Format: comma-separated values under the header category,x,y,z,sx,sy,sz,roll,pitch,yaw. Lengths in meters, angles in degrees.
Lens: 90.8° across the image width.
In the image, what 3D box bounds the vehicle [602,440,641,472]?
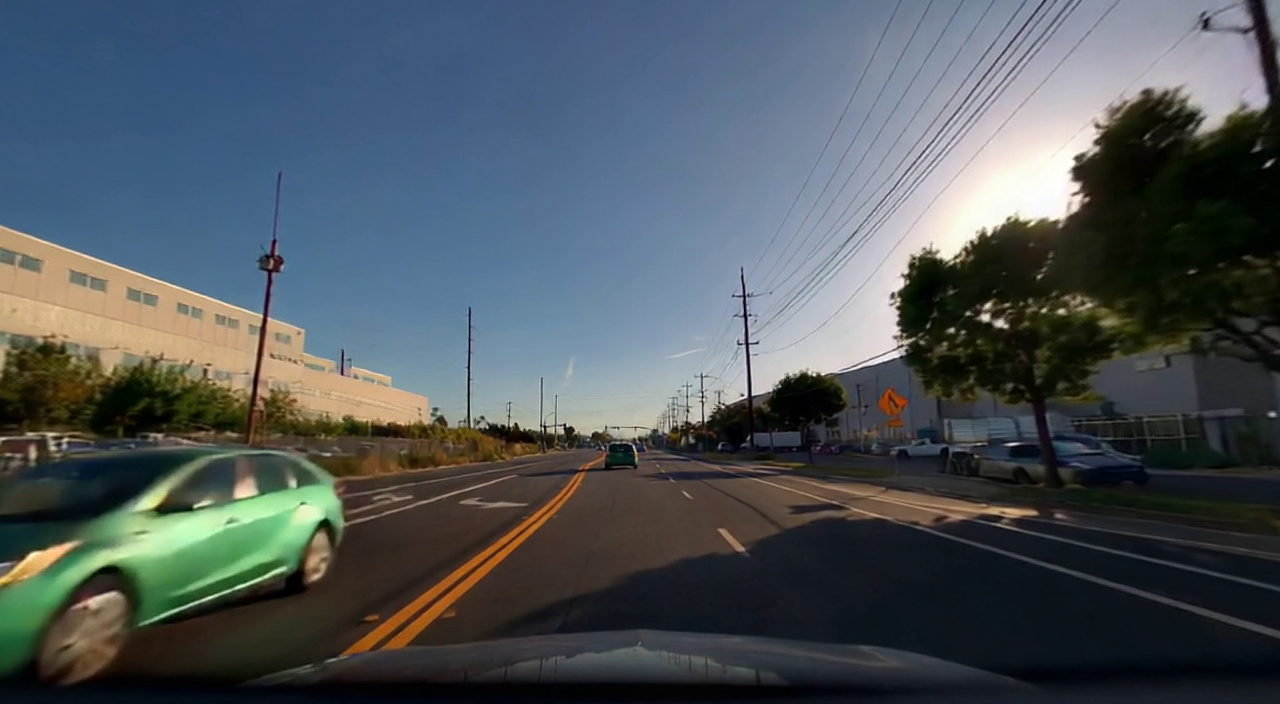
category,x,y,z,sx,sy,sz,roll,pitch,yaw
vehicle,-0.972,5.519,33.756,1.937,1.588,3.746,0,-8,-1

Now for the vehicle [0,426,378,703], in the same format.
category,x,y,z,sx,sy,sz,roll,pitch,yaw
vehicle,-3.782,1.353,4.798,1.863,1.435,4.204,0,-8,-1

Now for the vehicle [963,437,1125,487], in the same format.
category,x,y,z,sx,sy,sz,roll,pitch,yaw
vehicle,18.120,4.922,28.761,2.423,2.005,5.671,4,-9,-25
